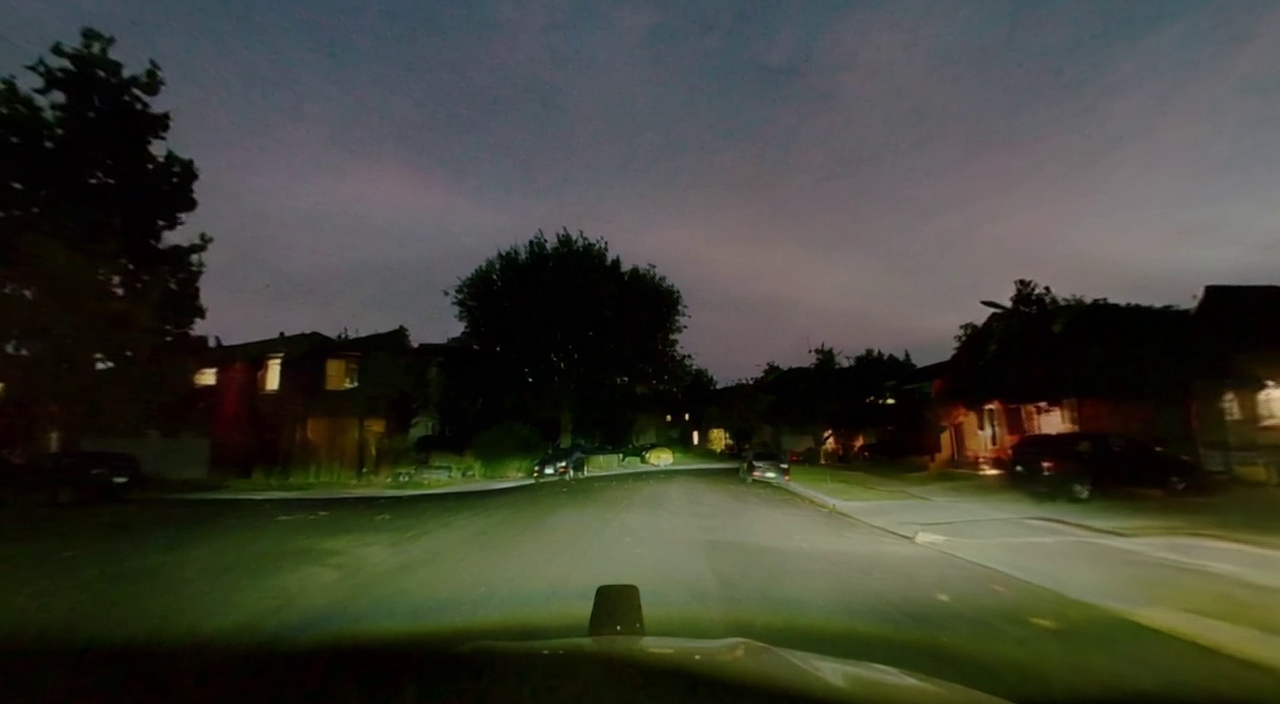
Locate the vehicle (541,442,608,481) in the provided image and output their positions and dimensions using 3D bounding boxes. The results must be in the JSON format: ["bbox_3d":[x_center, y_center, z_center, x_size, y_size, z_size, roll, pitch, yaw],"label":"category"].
[{"bbox_3d":[-3.272,5.577,32.580,2.041,1.762,4.508,-4,-8,13],"label":"vehicle"}]

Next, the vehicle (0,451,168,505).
[{"bbox_3d":[-16.107,3.580,18.151,3.734,1.441,1.756,-1,-9,4],"label":"vehicle"}]

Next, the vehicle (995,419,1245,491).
[{"bbox_3d":[11.991,2.590,16.034,4.781,1.700,1.914,0,-9,-2],"label":"vehicle"}]

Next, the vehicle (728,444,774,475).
[{"bbox_3d":[6.531,6.195,36.706,2.075,1.657,4.648,-3,-9,17],"label":"vehicle"}]
